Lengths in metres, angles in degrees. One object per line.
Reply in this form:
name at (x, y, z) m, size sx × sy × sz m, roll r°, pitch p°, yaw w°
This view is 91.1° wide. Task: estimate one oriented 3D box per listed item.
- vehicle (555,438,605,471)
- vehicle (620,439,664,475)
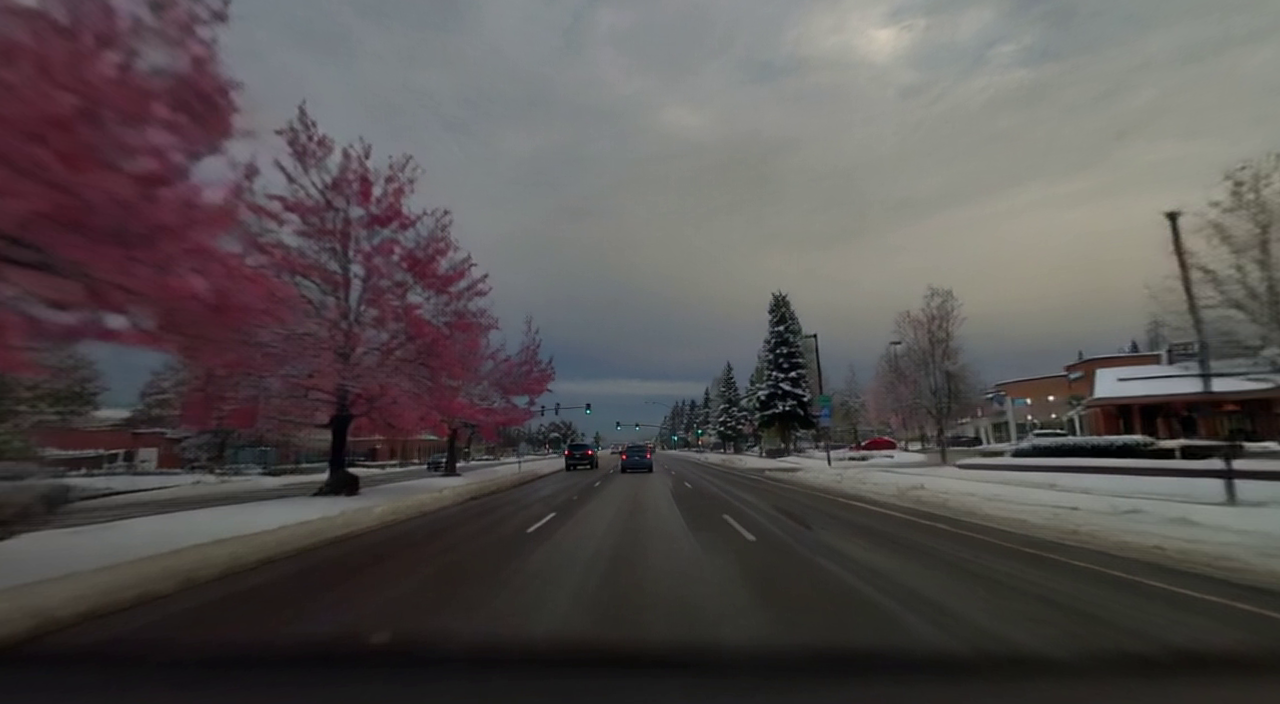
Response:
vehicle at (-3.470, 6.071, 37.491) m, size 2.453 × 1.844 × 4.751 m, roll 0°, pitch -8°, yaw 1°
vehicle at (0.136, 5.426, 32.654) m, size 2.149 × 1.701 × 4.379 m, roll 0°, pitch -8°, yaw 1°
